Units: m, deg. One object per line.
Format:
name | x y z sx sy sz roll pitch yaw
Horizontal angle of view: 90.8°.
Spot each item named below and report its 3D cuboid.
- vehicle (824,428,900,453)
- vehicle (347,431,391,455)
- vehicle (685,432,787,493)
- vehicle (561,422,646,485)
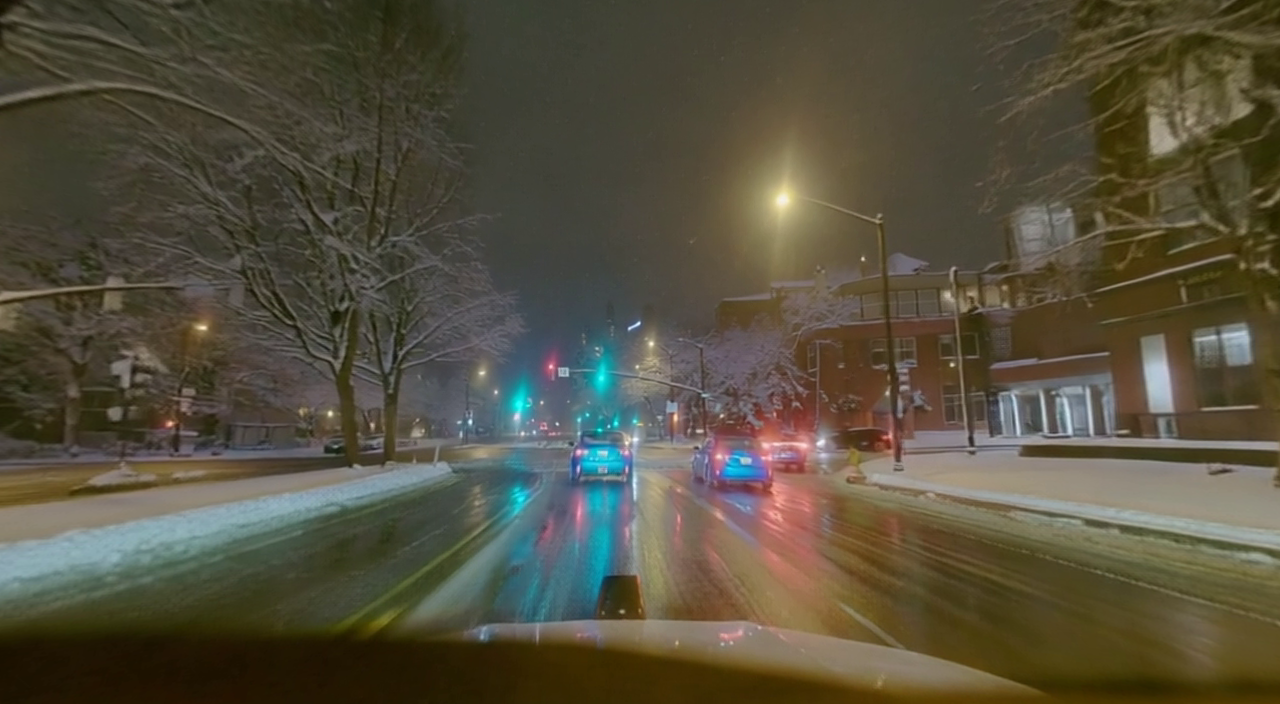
vehicle | 16.636 6.659 47.479 5.023 1.756 2.001 -1 -9 8
vehicle | -20.989 7.077 49.123 2.207 1.765 4.569 2 -9 -11
vehicle | 2.494 3.026 17.633 1.918 1.479 4.468 1 -9 -3
vehicle | -1.192 3.111 19.559 2.317 1.713 4.231 1 -9 -5
